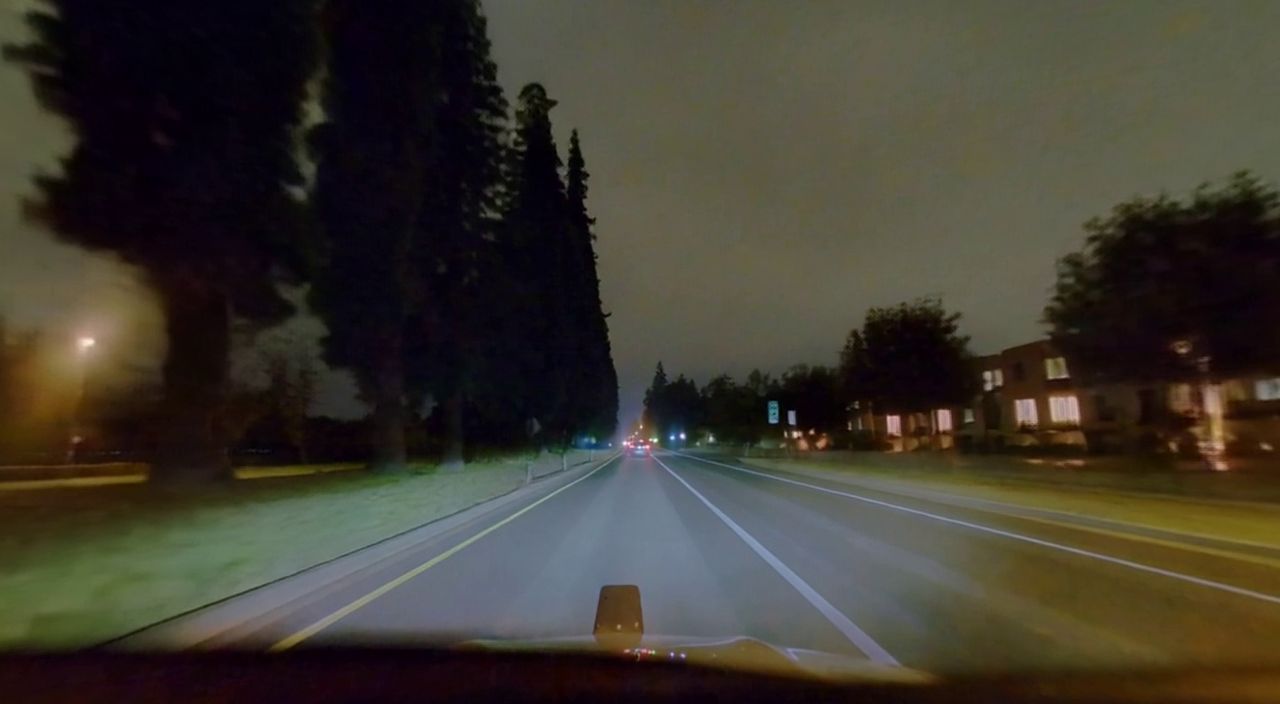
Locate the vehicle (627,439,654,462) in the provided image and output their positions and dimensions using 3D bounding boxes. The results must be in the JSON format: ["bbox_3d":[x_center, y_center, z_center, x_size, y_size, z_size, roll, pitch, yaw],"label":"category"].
[{"bbox_3d":[0.036,7.762,49.905,2.016,1.665,3.932,0,-8,0],"label":"vehicle"}]
